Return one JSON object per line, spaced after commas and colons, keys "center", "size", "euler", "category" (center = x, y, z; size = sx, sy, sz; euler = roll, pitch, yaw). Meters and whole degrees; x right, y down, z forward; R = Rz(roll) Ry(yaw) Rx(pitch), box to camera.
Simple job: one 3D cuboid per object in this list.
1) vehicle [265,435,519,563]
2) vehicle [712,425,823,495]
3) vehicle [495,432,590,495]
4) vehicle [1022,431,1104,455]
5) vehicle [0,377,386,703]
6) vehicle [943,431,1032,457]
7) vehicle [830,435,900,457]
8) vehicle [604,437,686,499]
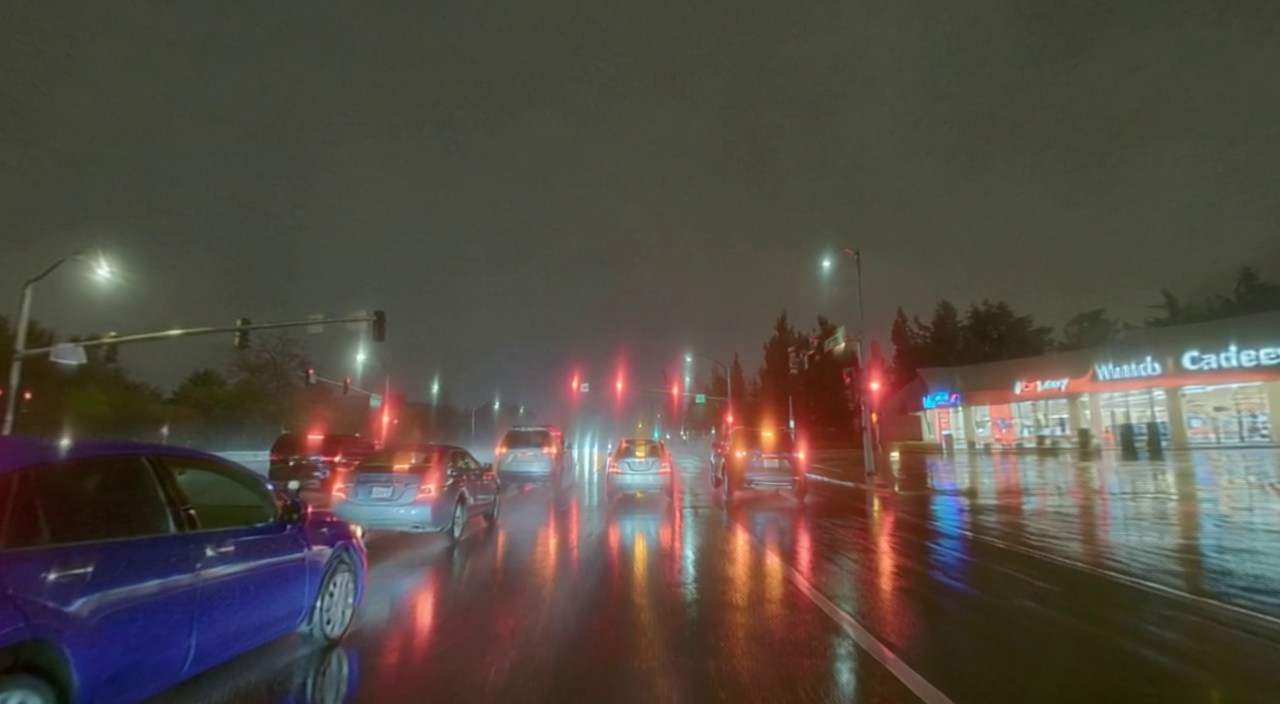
{"center": [-3.324, 2.058, 9.586], "size": [2.014, 1.472, 4.357], "euler": [0, -9, 1], "category": "vehicle"}
{"center": [3.361, 2.991, 17.636], "size": [2.076, 1.691, 4.402], "euler": [0, -9, -2], "category": "vehicle"}
{"center": [-2.815, 3.333, 19.134], "size": [2.072, 1.694, 4.070], "euler": [0, -9, 2], "category": "vehicle"}
{"center": [30.593, 6.578, 45.626], "size": [4.432, 1.680, 1.932], "euler": [0, -9, 2], "category": "vehicle"}
{"center": [-3.079, 0.892, 2.216], "size": [2.249, 1.517, 4.951], "euler": [0, -9, 1], "category": "vehicle"}
{"center": [23.336, 6.209, 42.442], "size": [4.781, 1.700, 1.986], "euler": [0, -9, 1], "category": "vehicle"}
{"center": [17.500, 7.361, 49.124], "size": [4.626, 1.653, 1.982], "euler": [0, -9, 1], "category": "vehicle"}
{"center": [0.147, 3.176, 17.605], "size": [2.032, 1.499, 3.994], "euler": [0, -9, 1], "category": "vehicle"}
